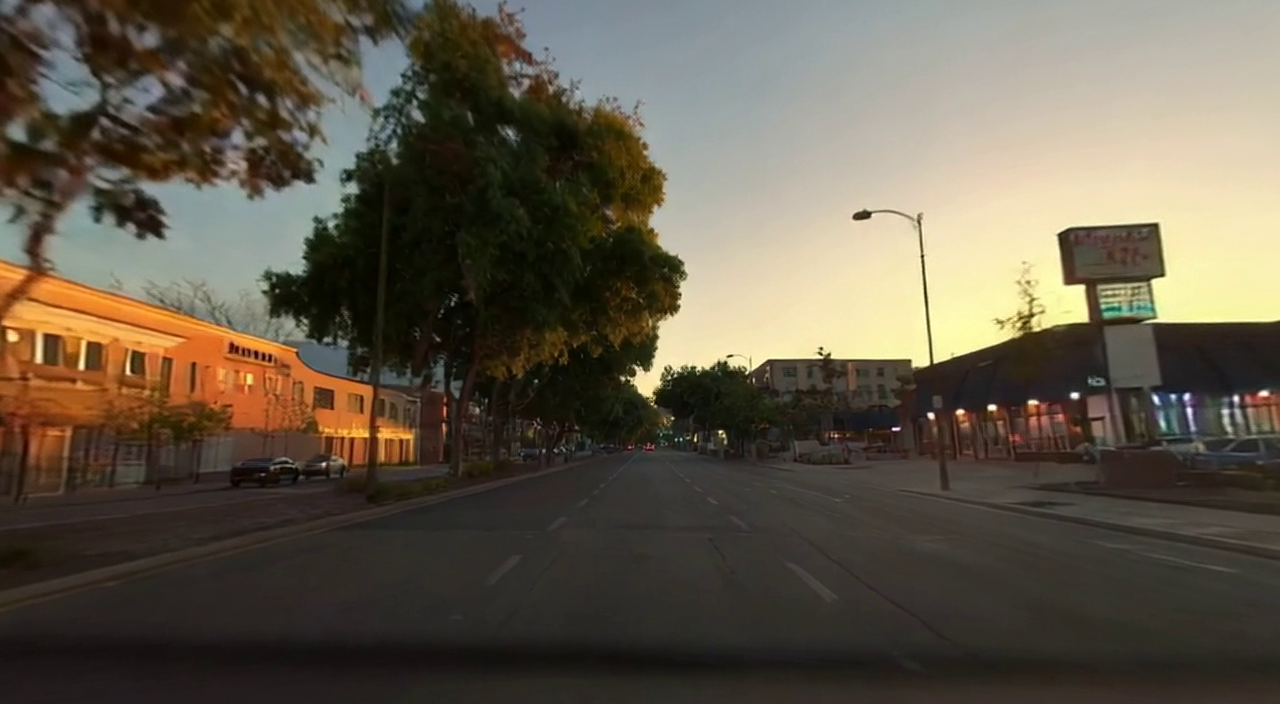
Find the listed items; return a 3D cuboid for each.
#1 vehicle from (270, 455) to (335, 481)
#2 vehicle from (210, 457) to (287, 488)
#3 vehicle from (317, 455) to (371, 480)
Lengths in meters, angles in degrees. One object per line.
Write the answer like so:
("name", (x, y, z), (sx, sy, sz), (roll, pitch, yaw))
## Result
("vehicle", (-21.881, 7.511, 41.046), (1.820, 1.481, 4.325), (-3, -10, 1))
("vehicle", (-22.075, 6.806, 35.718), (1.883, 1.546, 3.930), (0, -8, -1))
("vehicle", (-21.993, 8.601, 46.997), (1.945, 1.658, 4.263), (-1, -8, 1))
